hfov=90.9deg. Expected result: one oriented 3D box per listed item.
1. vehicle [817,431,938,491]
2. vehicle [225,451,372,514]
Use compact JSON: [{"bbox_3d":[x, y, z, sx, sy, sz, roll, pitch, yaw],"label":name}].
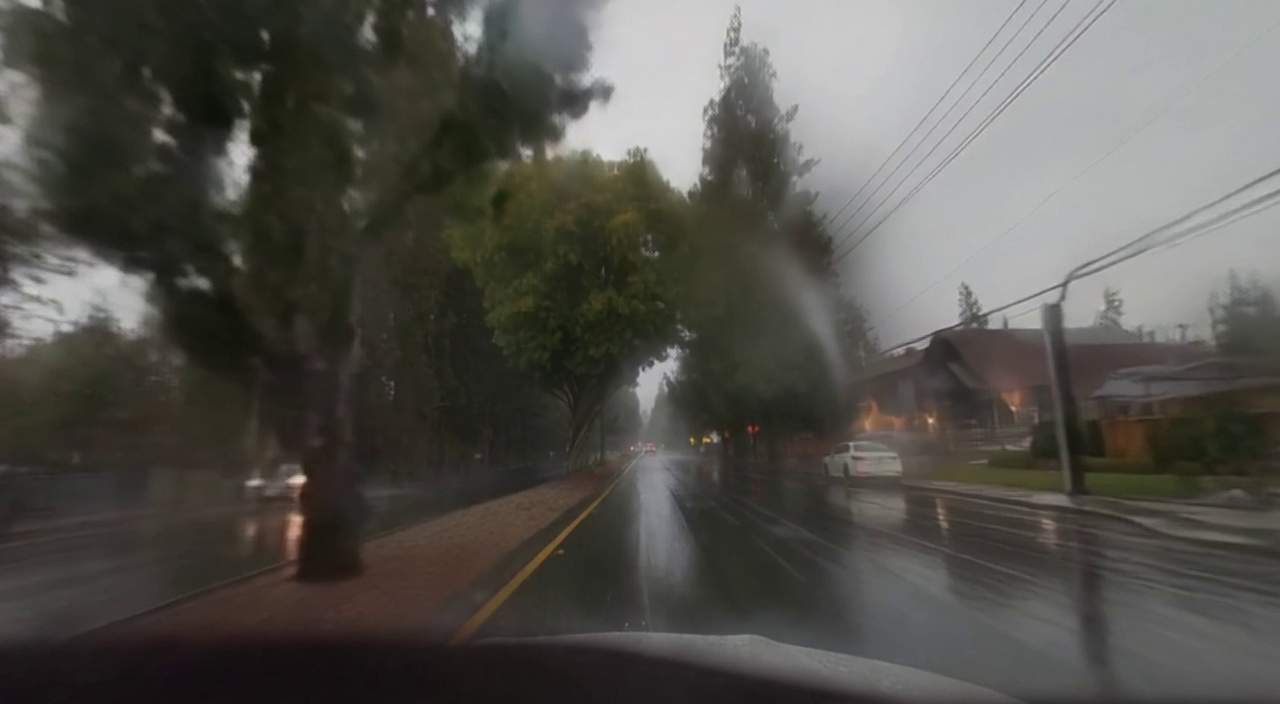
[{"bbox_3d":[7.848,3.640,21.449,2.200,1.783,4.682,0,-8,-1],"label":"vehicle"},{"bbox_3d":[-11.069,4.213,20.965,2.077,1.776,4.757,-1,-8,2],"label":"vehicle"}]
